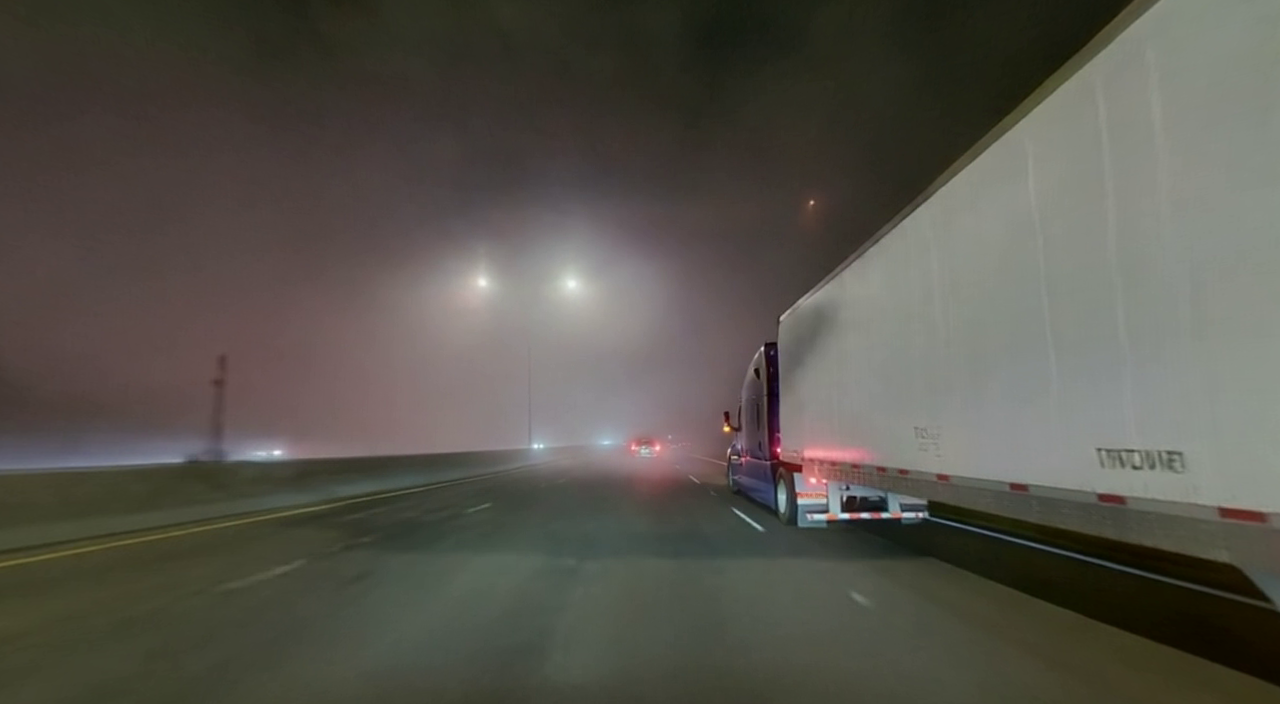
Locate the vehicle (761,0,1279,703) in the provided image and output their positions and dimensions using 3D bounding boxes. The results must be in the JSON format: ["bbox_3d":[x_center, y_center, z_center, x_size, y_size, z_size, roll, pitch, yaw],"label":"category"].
[{"bbox_3d":[3.980,0.038,5.274,3.019,4.145,16.453,0,-8,1],"label":"vehicle"}]

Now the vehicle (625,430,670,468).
[{"bbox_3d":[0.362,5.112,33.388,2.205,1.860,4.301,0,-8,0],"label":"vehicle"}]
